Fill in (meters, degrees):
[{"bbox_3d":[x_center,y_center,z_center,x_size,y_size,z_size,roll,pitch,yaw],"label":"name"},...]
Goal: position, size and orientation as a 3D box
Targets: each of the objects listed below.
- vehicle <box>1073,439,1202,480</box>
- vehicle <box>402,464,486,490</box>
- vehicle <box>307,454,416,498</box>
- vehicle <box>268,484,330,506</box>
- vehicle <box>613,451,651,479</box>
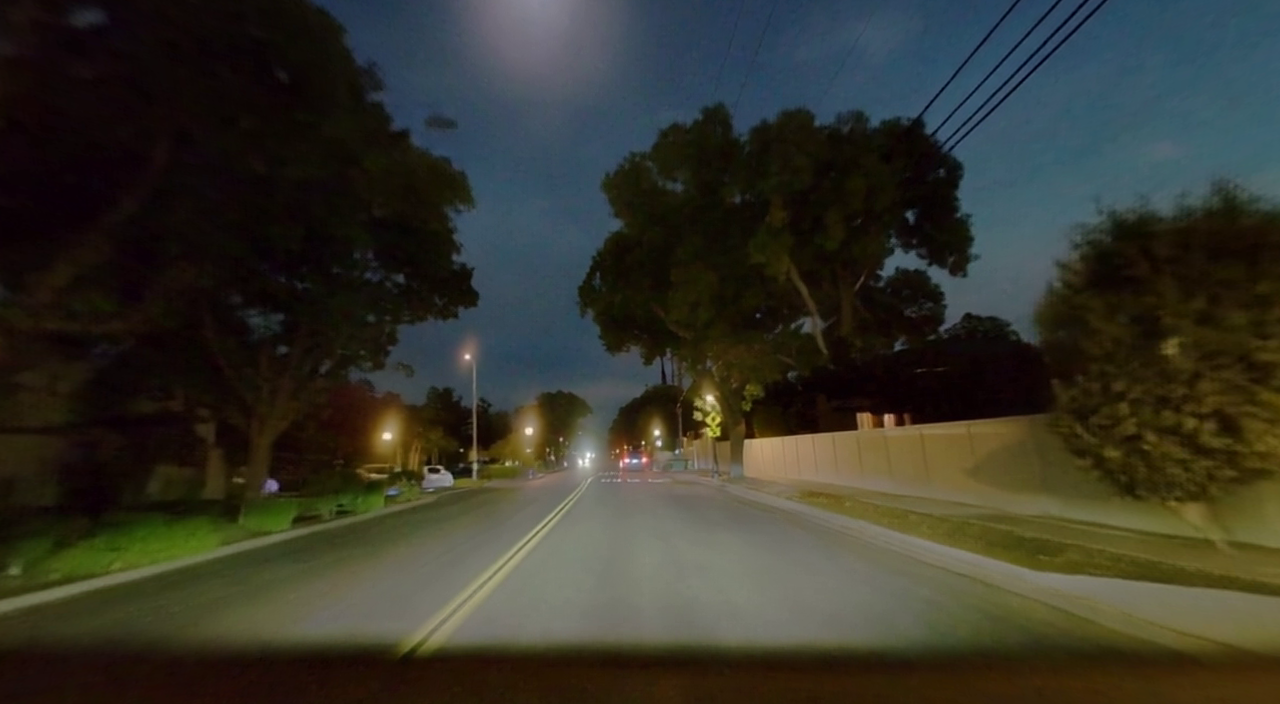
[{"bbox_3d":[23.629,5.080,30.191,4.330,1.767,1.946,-1,-8,16],"label":"vehicle"},{"bbox_3d":[-12.576,8.022,40.605,4.676,1.484,2.068,-2,-9,12],"label":"vehicle"},{"bbox_3d":[-17.091,7.559,38.935,5.586,2.532,2.444,-1,-9,8],"label":"vehicle"},{"bbox_3d":[-25.387,10.640,47.105,3.733,1.480,1.672,-2,-8,10],"label":"vehicle"},{"bbox_3d":[-0.509,6.474,36.410,2.022,1.481,4.050,0,-9,-3],"label":"vehicle"}]
